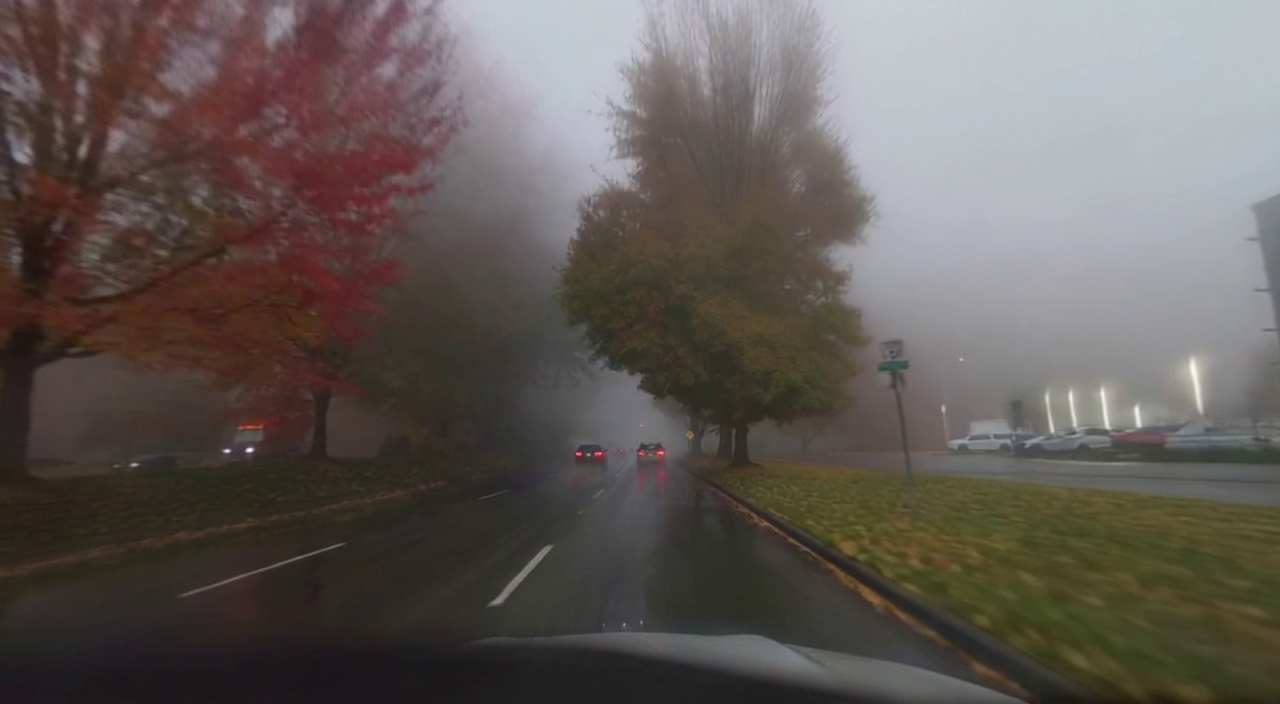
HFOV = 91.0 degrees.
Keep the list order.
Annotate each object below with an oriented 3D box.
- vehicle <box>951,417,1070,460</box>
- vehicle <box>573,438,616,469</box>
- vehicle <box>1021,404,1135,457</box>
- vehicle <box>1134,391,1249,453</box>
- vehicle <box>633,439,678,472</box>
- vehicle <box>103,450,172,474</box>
[{"bbox_3d":[26.709,6.297,45.627,6.918,2.911,2.524,0,-9,-1],"label":"vehicle"},{"bbox_3d":[-2.603,5.934,37.106,2.197,1.709,4.069,0,-8,0],"label":"vehicle"},{"bbox_3d":[23.095,4.226,33.468,4.440,2.545,2.105,-5,-10,24],"label":"vehicle"},{"bbox_3d":[22.977,2.959,26.338,2.673,2.486,2.062,0,-8,-1],"label":"vehicle"},{"bbox_3d":[0.719,5.001,30.638,2.040,1.493,3.682,0,-8,0],"label":"vehicle"},{"bbox_3d":[-36.400,7.944,45.693,1.836,1.590,3.860,0,-8,-1],"label":"vehicle"}]
